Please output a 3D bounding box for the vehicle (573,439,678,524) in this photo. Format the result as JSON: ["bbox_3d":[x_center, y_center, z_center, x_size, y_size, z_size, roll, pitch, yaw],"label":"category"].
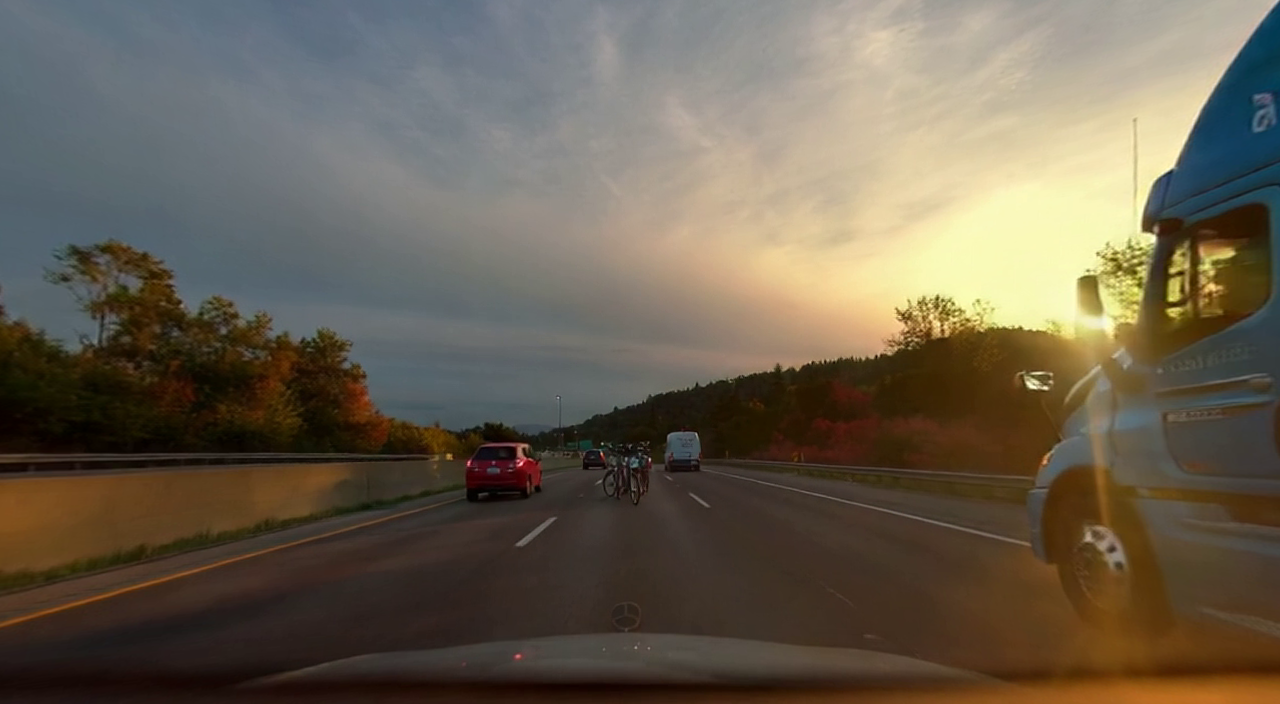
[{"bbox_3d":[-0.274,2.717,13.685,1.973,1.574,3.426,0,-9,0],"label":"vehicle"}]

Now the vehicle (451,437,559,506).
[{"bbox_3d":[-3.624,3.309,17.846,1.985,1.671,4.604,0,-9,0],"label":"vehicle"}]

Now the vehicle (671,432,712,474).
[{"bbox_3d":[3.493,7.000,43.747,2.234,2.679,5.372,0,-9,-1],"label":"vehicle"}]
